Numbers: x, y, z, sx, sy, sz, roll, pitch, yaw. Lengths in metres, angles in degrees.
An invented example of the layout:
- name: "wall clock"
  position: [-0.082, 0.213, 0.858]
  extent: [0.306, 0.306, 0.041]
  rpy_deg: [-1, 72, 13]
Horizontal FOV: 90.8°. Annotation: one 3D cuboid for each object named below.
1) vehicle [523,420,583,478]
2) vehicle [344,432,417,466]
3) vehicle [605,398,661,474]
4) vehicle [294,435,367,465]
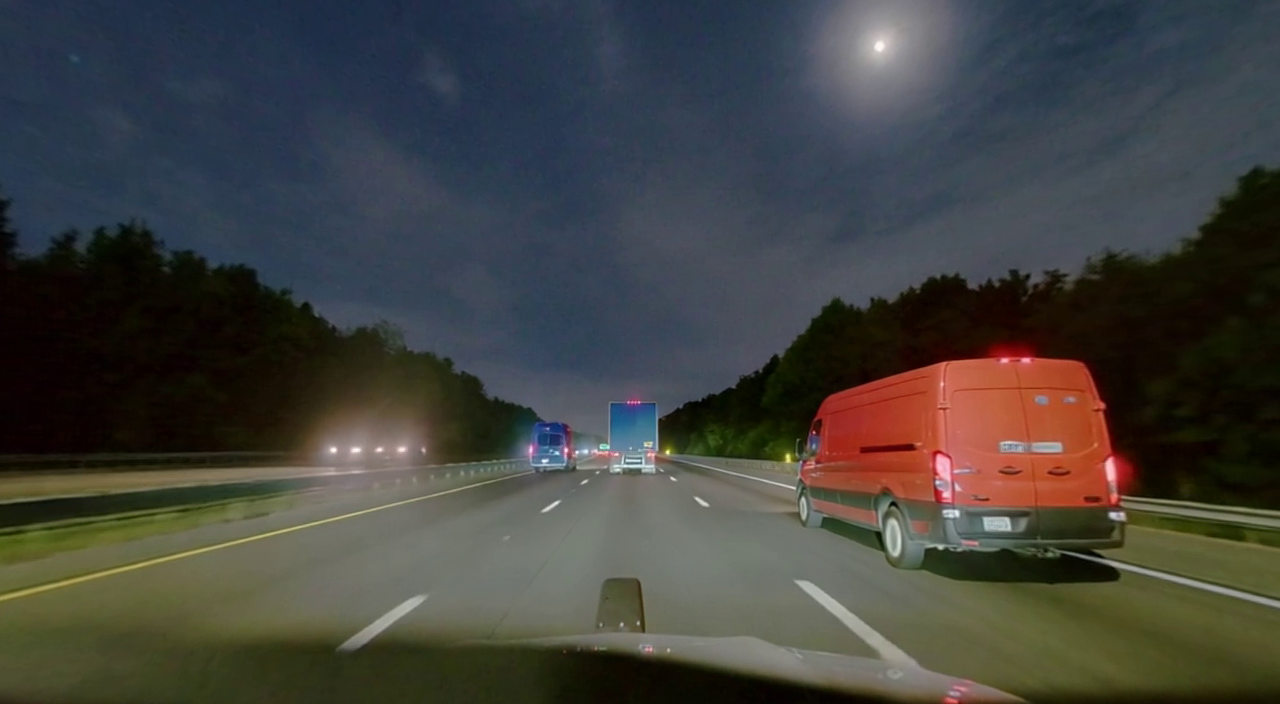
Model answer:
- name: "vehicle"
  position: [-4.482, 5.146, 33.516]
  extent: [2.357, 2.786, 6.144]
  rpy_deg: [0, -9, -1]
- name: "vehicle"
  position: [-13.482, 5.094, 33.105]
  extent: [2.028, 1.658, 4.256]
  rpy_deg: [0, -9, -1]
- name: "vehicle"
  position: [-0.388, 5.288, 38.995]
  extent: [2.995, 4.036, 10.311]
  rpy_deg: [0, -9, 0]
- name: "vehicle"
  position: [-17.551, 5.606, 36.057]
  extent: [1.939, 1.570, 4.478]
  rpy_deg: [0, -9, 0]
